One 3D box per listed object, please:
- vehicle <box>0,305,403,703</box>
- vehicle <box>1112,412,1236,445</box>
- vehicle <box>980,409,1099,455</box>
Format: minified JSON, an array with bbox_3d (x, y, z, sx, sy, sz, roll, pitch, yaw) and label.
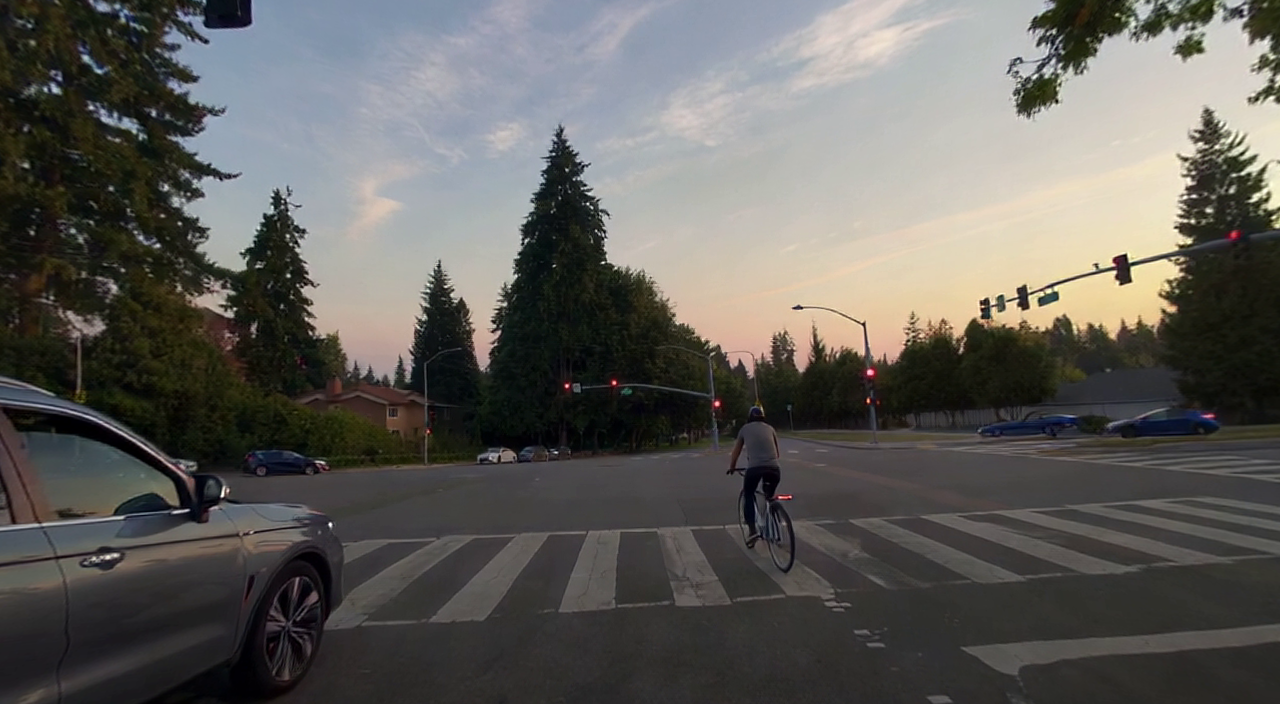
[{"bbox_3d":[-2.960,0.868,2.756,2.049,1.756,4.602,0,-8,0],"label":"vehicle"},{"bbox_3d":[25.769,3.725,30.489,4.716,1.507,1.904,2,-9,-11],"label":"vehicle"},{"bbox_3d":[18.578,3.748,29.378,4.237,1.948,1.997,0,-9,-9],"label":"vehicle"}]
